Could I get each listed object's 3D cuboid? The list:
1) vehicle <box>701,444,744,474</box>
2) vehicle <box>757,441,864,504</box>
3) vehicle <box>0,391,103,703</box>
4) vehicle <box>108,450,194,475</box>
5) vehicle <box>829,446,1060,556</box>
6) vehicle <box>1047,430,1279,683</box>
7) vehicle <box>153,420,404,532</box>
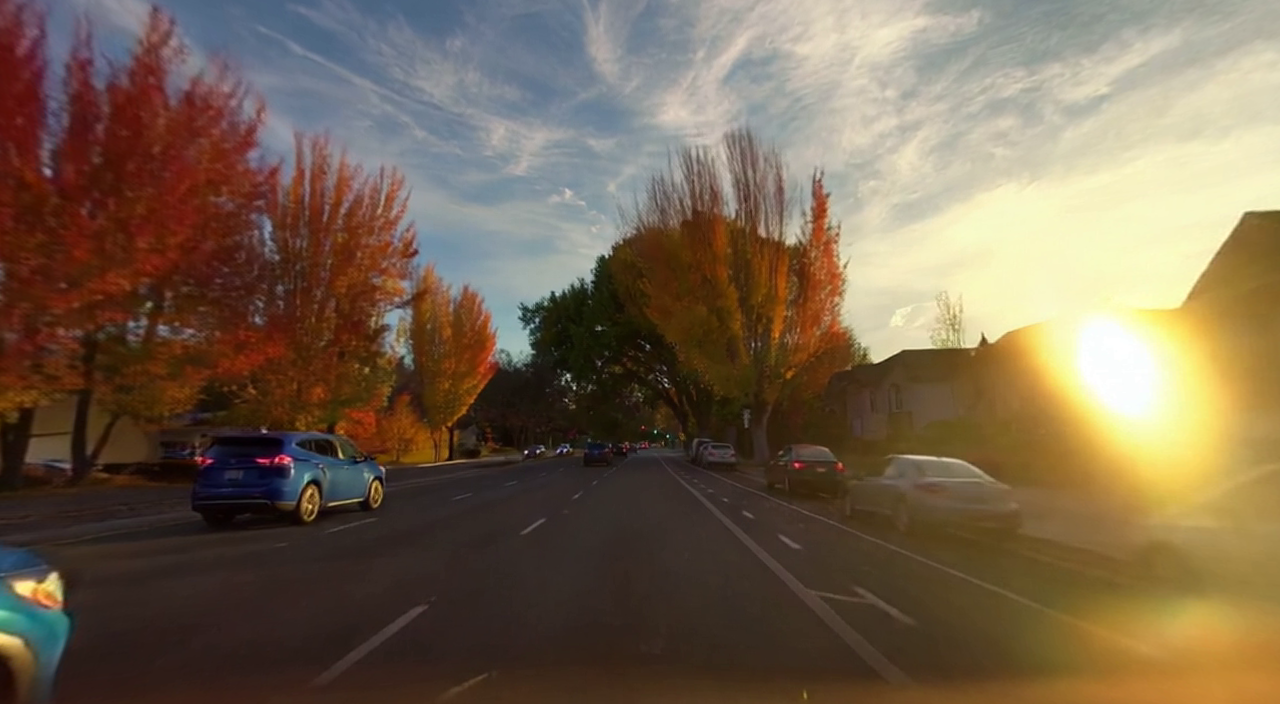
[{"bbox_3d":[4.859,6.353,37.684,1.950,1.668,4.414,1,-9,-1],"label":"vehicle"},{"bbox_3d":[4.904,3.522,18.837,1.934,1.612,4.477,1,-9,0],"label":"vehicle"},{"bbox_3d":[-3.146,0.577,0.181,1.982,1.478,4.465,0,-9,1],"label":"vehicle"},{"bbox_3d":[-34.386,7.787,44.345,4.273,1.679,1.987,1,-9,-4],"label":"vehicle"},{"bbox_3d":[4.809,2.371,10.814,1.824,1.453,4.374,0,-9,1],"label":"vehicle"},{"bbox_3d":[4.827,1.203,3.540,1.952,1.505,4.713,0,-9,1],"label":"vehicle"},{"bbox_3d":[-6.482,2.270,12.096,2.034,1.711,4.512,0,-9,1],"label":"vehicle"}]
